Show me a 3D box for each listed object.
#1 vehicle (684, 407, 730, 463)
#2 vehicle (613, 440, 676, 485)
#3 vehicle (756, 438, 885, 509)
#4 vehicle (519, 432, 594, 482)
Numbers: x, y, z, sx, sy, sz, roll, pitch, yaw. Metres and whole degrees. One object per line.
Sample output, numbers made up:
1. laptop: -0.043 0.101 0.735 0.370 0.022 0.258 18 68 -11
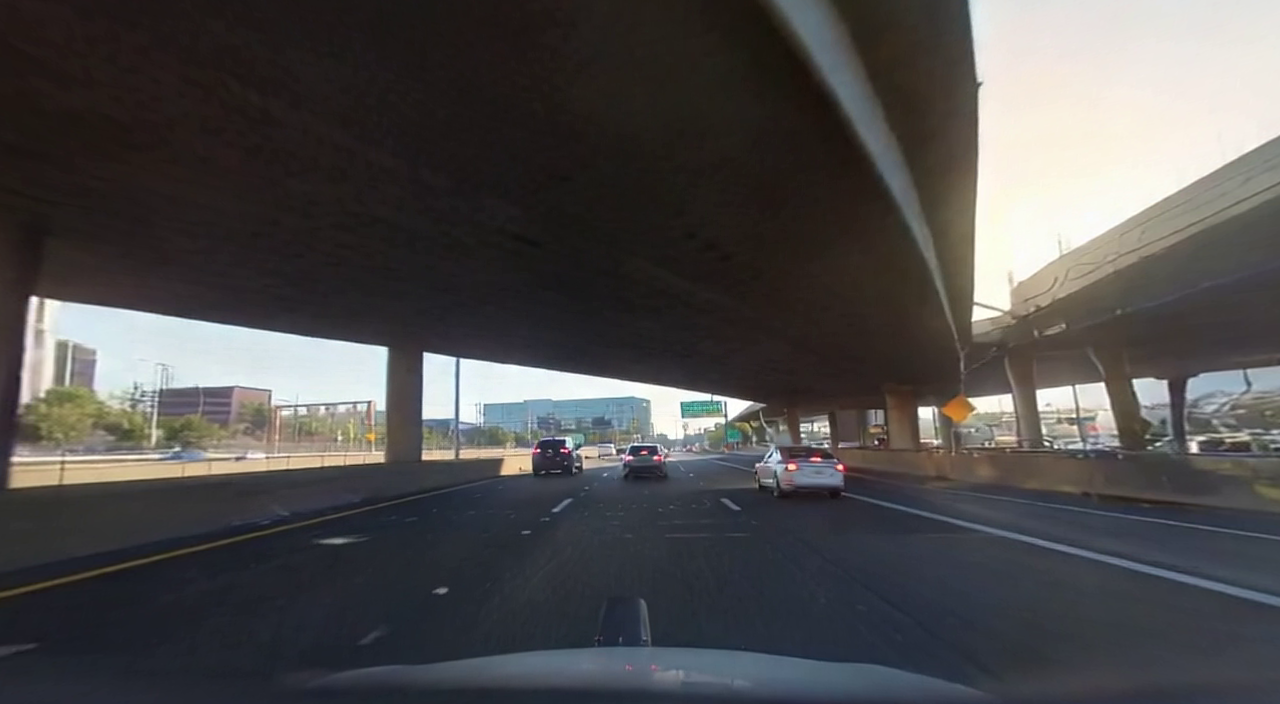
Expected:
1. vehicle: 5.070 6.511 48.914 3.057 3.993 6.983 0 -8 2
2. vehicle: 0.199 3.976 22.969 2.089 1.493 3.964 0 -8 1
3. vehicle: 4.195 2.870 15.348 1.974 1.490 3.994 0 -8 0
4. vehicle: -3.272 4.245 25.695 2.142 1.819 4.648 0 -8 3
